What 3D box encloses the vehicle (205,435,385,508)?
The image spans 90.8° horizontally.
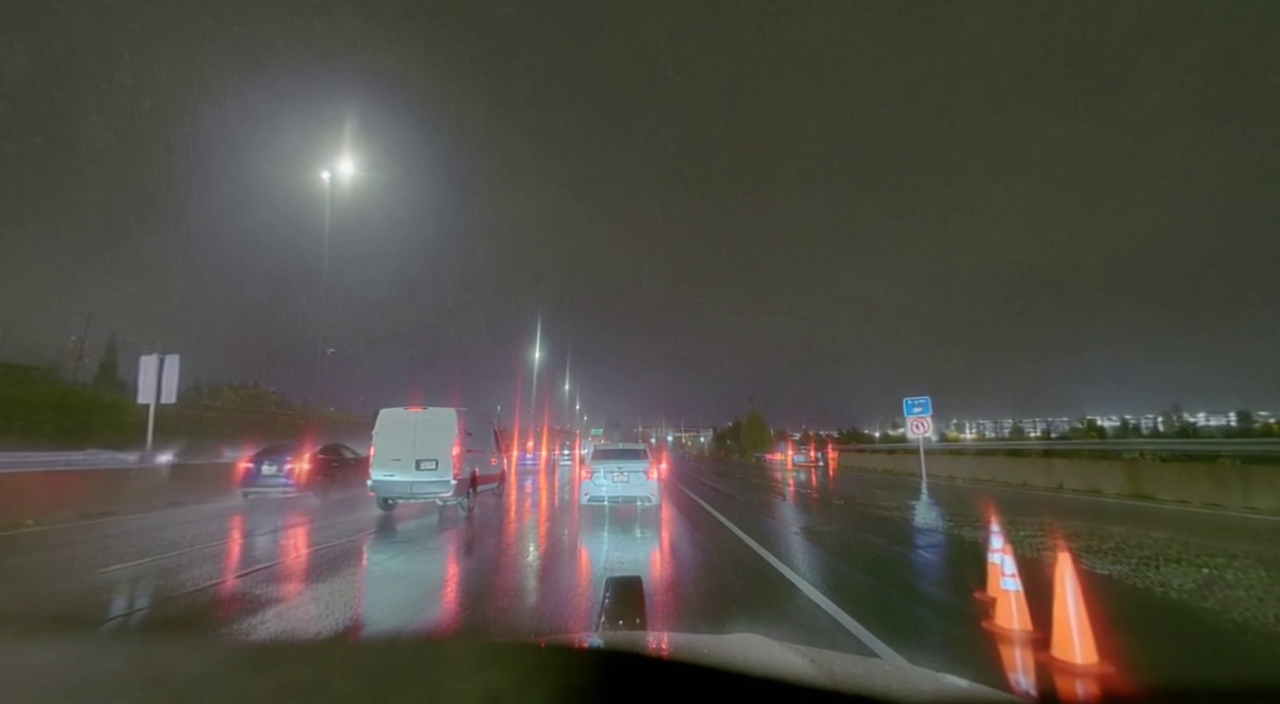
[{"bbox_3d":[-8.035,2.801,15.286,1.930,1.506,4.279,0,-8,0],"label":"vehicle"}]

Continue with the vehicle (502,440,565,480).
[{"bbox_3d":[-4.180,4.320,25.452,1.824,1.459,4.007,0,-9,0],"label":"vehicle"}]

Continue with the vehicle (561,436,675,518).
[{"bbox_3d":[-0.432,2.577,13.552,2.069,1.484,3.918,0,-9,-1],"label":"vehicle"}]

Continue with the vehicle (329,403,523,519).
[{"bbox_3d":[-4.274,2.344,13.995,2.324,2.012,5.740,0,-9,-1],"label":"vehicle"}]
